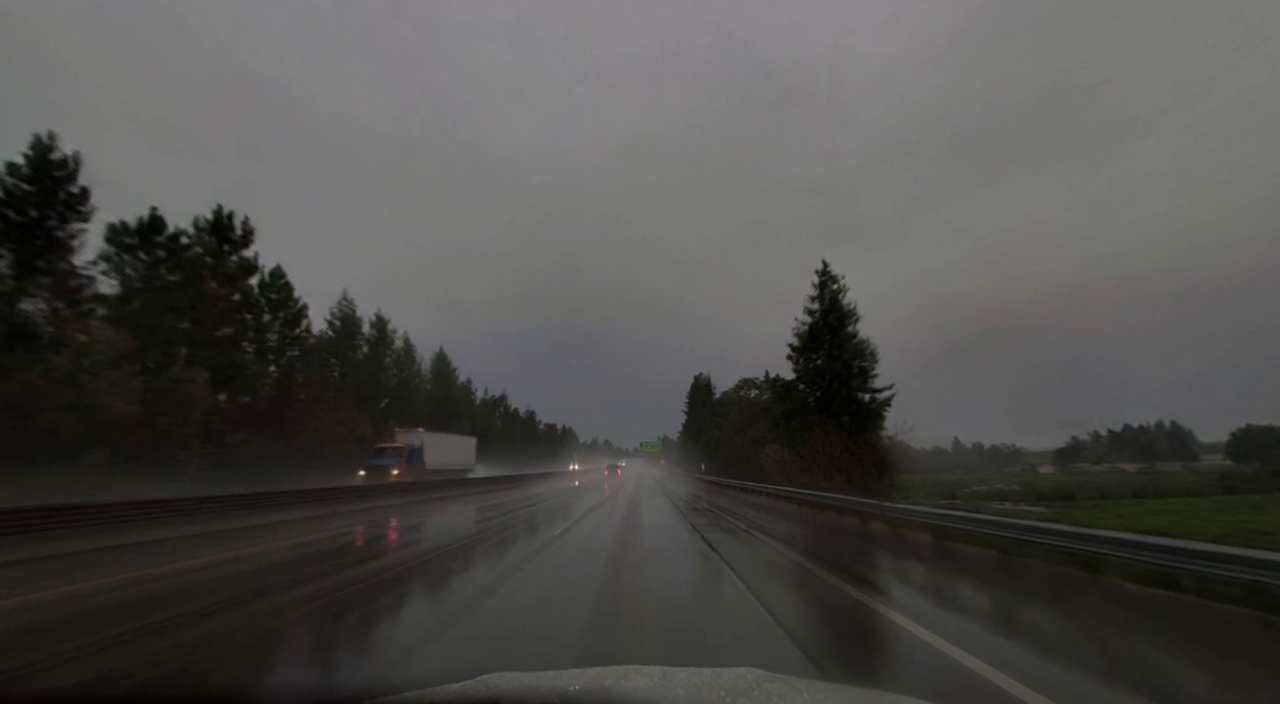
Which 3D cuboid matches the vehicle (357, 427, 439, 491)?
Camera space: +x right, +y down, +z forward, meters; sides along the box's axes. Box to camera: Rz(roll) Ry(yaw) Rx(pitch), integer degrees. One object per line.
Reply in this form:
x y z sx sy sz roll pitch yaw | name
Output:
-16.219 7.311 42.781 2.919 3.961 5.998 0 -10 2 | vehicle
